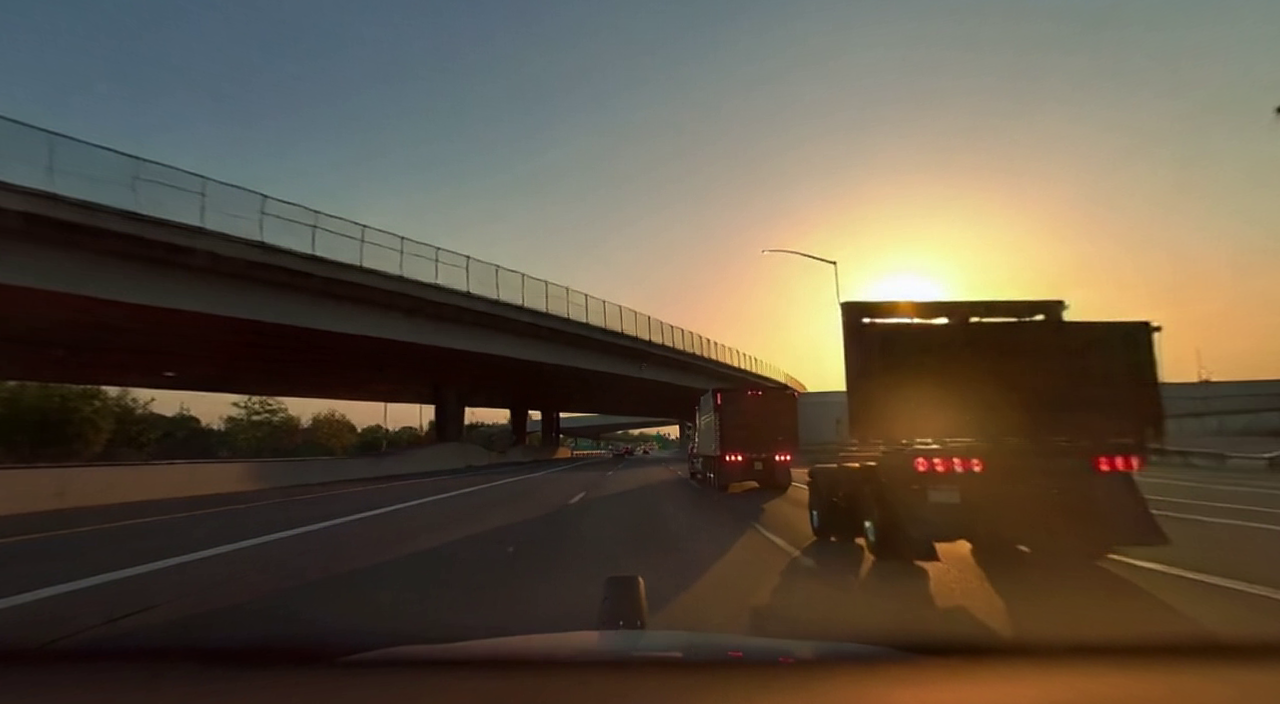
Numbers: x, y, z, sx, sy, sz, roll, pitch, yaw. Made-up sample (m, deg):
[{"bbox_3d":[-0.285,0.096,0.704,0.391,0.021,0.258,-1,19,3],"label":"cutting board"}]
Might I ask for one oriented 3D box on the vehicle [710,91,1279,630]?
[{"bbox_3d":[3.830,1.136,12.735,2.949,4.149,16.046,0,-9,0],"label":"vehicle"}]
